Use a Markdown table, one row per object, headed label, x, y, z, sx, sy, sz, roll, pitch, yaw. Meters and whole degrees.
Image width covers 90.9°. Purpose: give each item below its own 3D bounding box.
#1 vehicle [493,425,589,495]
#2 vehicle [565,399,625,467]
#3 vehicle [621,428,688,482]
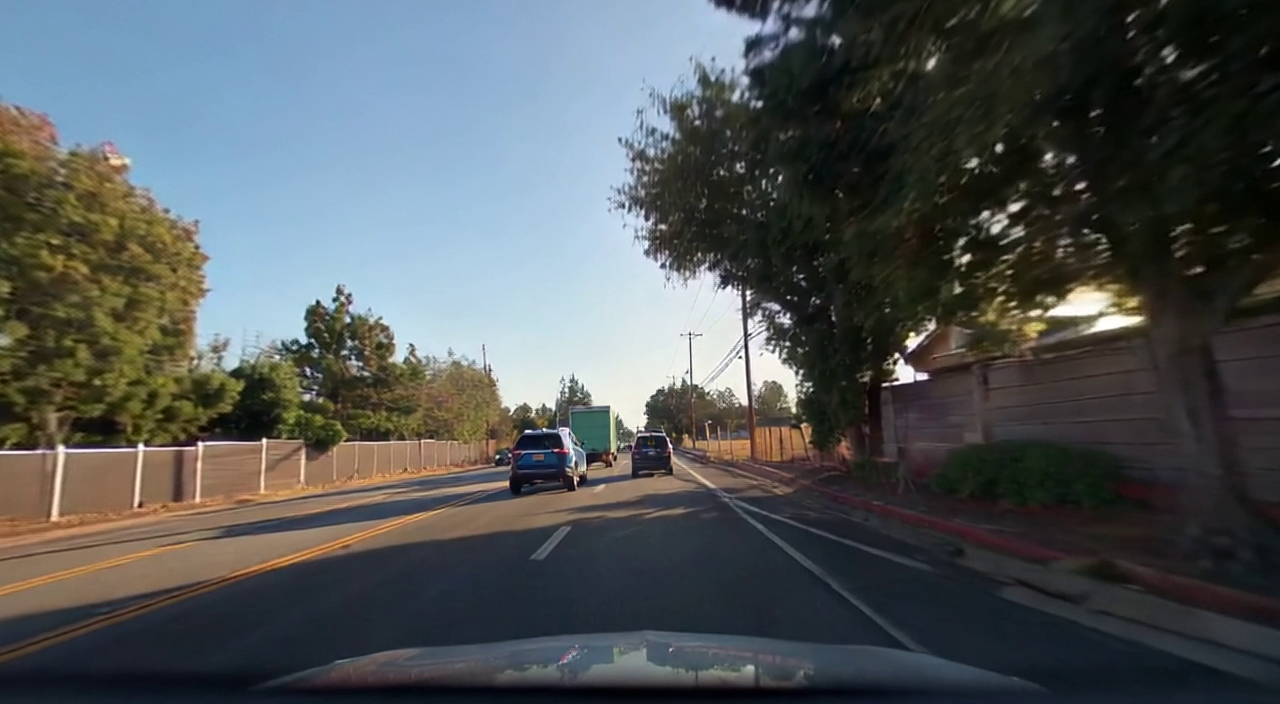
| label | x | y | z | sx | sy | sz | roll | pitch | yaw |
| --- | --- | --- | --- | --- | --- | --- | --- | --- | --- |
| vehicle | -2.865 | 3.257 | 19.347 | 2.093 | 1.832 | 4.508 | -1 | -8 | 2 |
| vehicle | -2.597 | 5.231 | 40.053 | 2.928 | 3.658 | 10.953 | -1 | -8 | 0 |
| vehicle | 0.480 | 3.707 | 22.976 | 2.174 | 1.749 | 4.113 | -1 | -8 | 0 |
